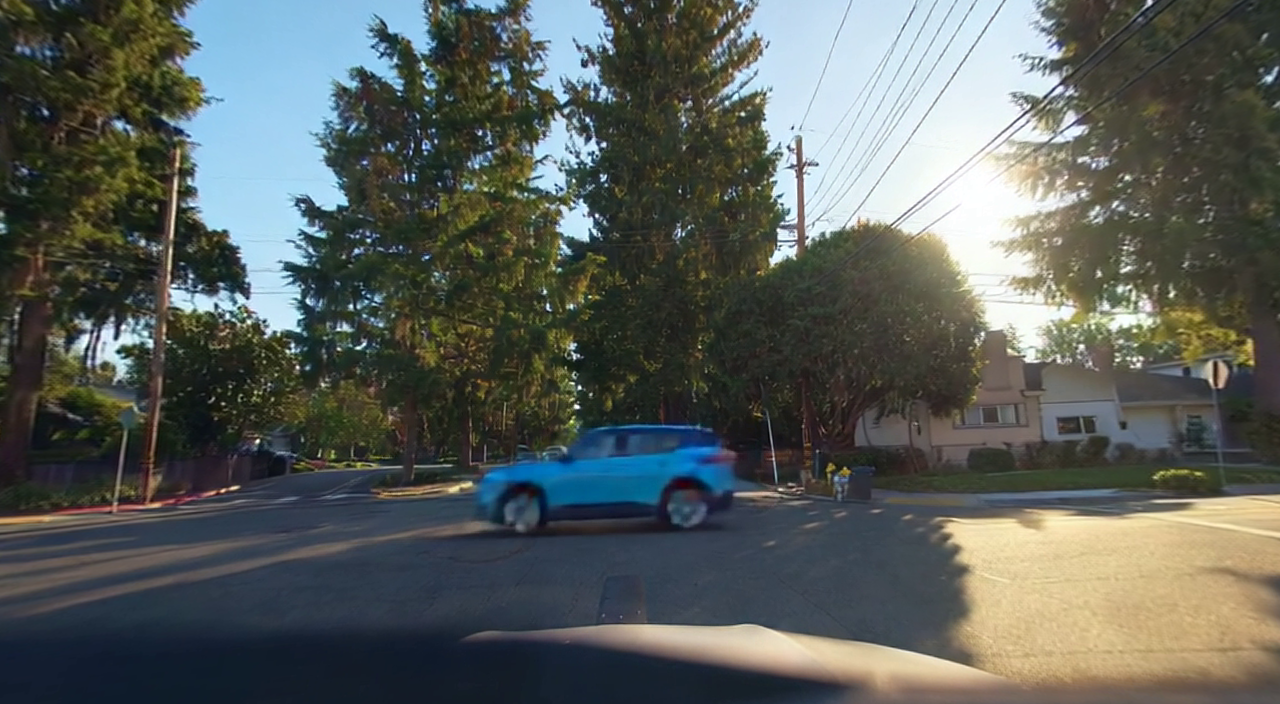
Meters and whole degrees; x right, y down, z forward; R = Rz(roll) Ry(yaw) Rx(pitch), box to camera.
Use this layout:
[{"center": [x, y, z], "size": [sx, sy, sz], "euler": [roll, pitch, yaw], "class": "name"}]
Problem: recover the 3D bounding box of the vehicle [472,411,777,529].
[{"center": [-0.266, 2.027, 11.176], "size": [4.809, 1.834, 2.181], "euler": [0, -8, -2], "class": "vehicle"}]
